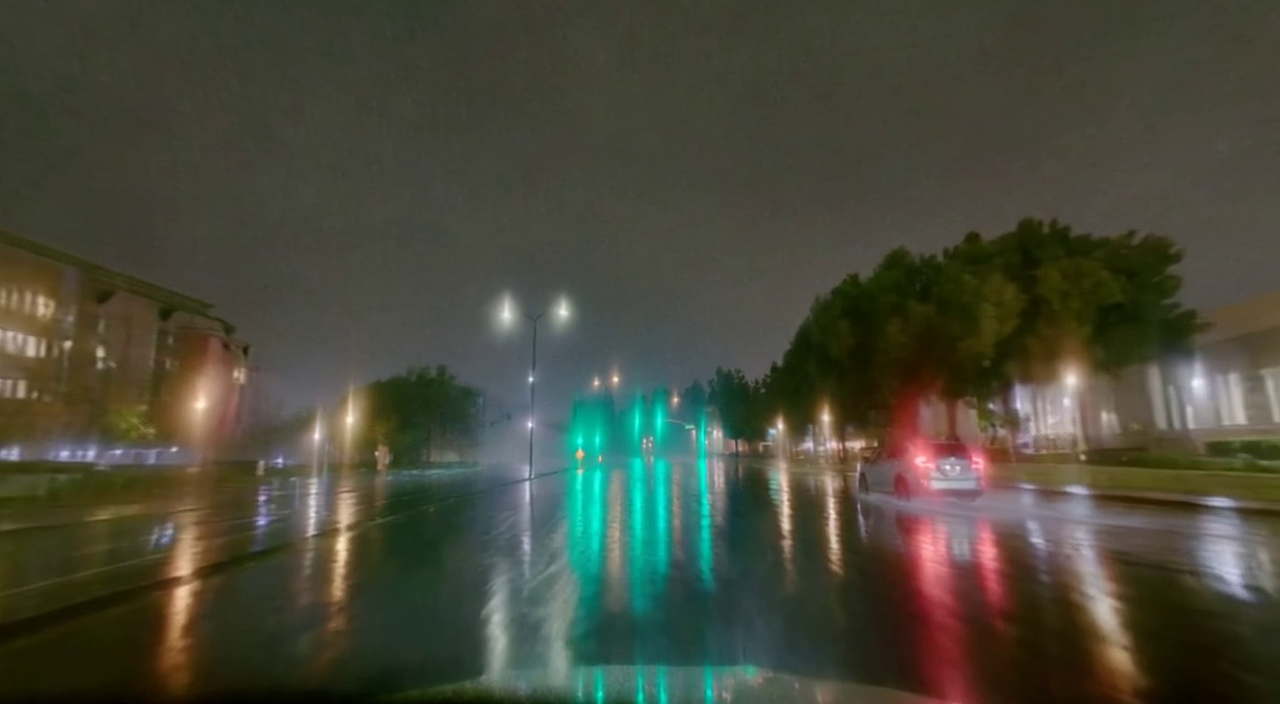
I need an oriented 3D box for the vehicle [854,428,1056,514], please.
[{"bbox_3d":[6.452,2.490,13.731,1.913,1.504,4.738,0,-9,-1],"label":"vehicle"}]
